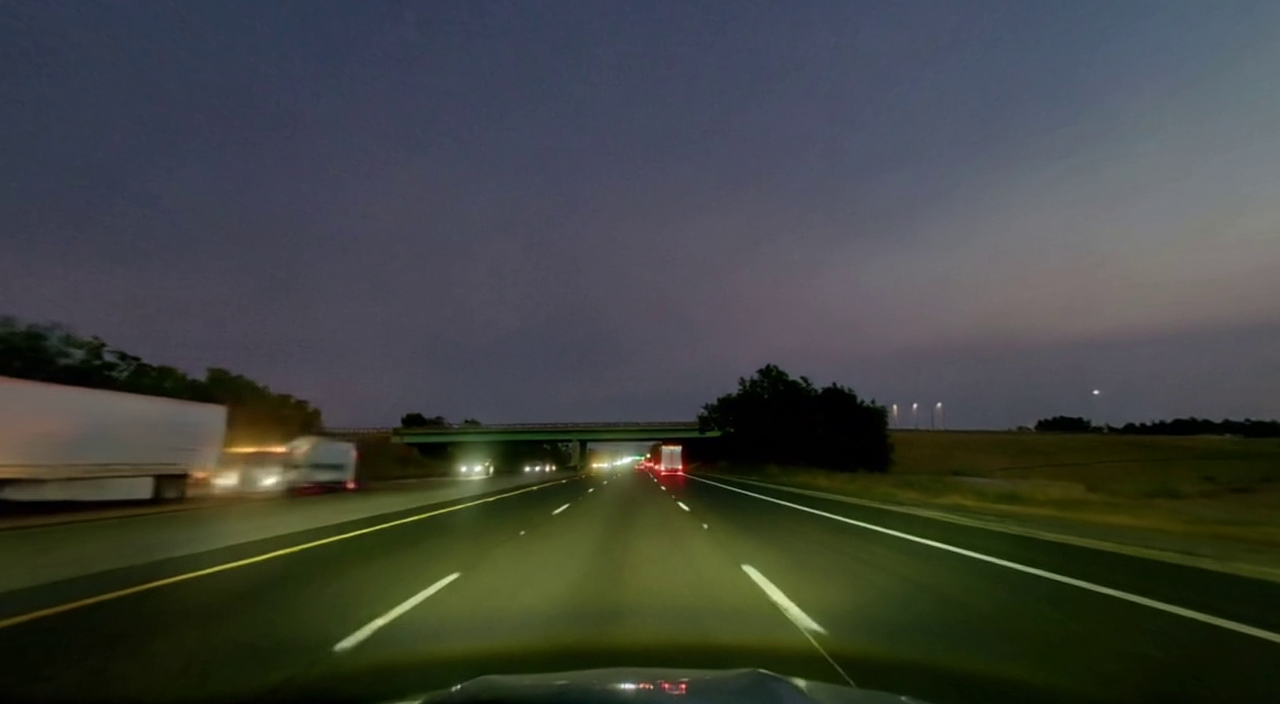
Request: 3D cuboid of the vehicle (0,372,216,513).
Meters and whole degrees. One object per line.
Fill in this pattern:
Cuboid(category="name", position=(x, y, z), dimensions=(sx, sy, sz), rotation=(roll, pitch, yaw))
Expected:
Cuboid(category="vehicle", position=(-20.066, 2.939, 20.108), dimensions=(2.947, 4.043, 14.376), rotation=(1, -10, 0))

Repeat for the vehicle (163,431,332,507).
Cuboid(category="vehicle", position=(-15.059, 4.602, 24.940), dimensions=(2.237, 2.564, 6.691), rotation=(1, -10, 1))
